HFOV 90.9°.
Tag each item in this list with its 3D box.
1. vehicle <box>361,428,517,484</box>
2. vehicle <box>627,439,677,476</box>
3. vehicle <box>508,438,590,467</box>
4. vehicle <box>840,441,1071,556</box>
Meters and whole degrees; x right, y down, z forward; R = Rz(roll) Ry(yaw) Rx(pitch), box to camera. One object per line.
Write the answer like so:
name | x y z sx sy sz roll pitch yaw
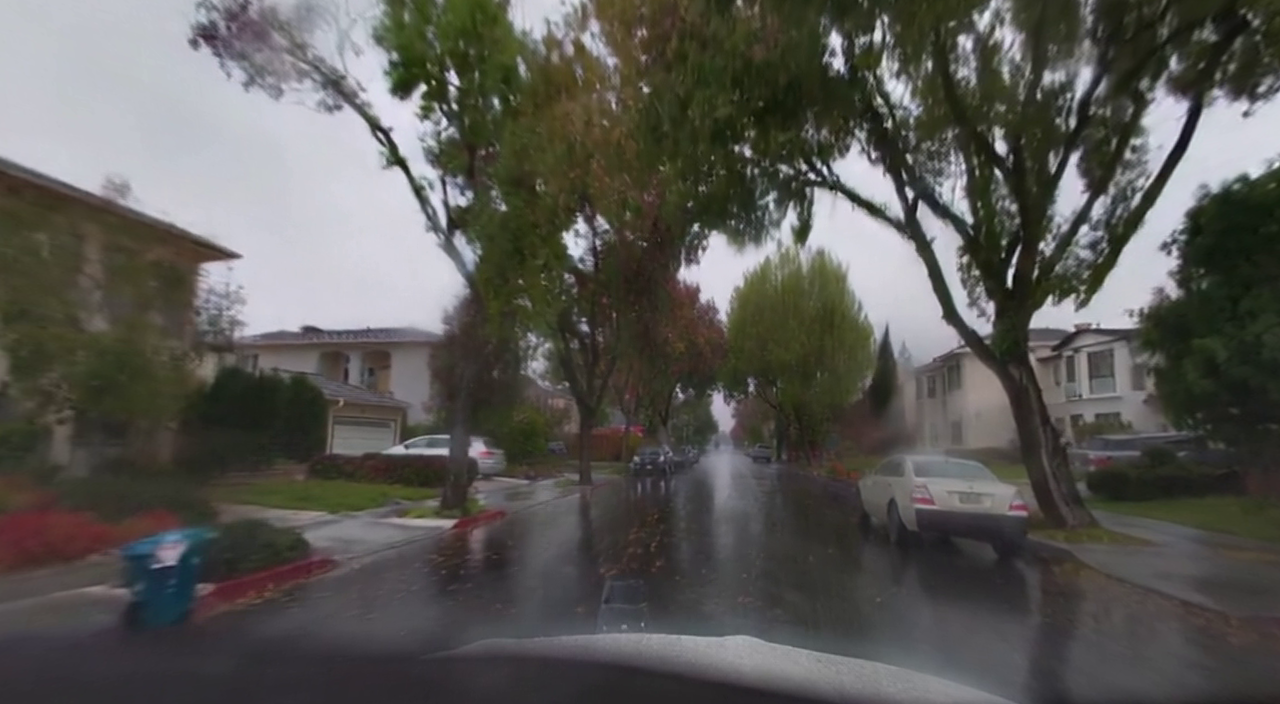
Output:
vehicle | -6.621 3.424 20.971 4.480 1.740 1.988 -2 -8 13
vehicle | 0.649 5.162 30.984 1.974 1.664 4.539 -1 -9 7
vehicle | -5.353 5.942 37.523 4.414 1.658 1.988 -1 -8 8
vehicle | 4.673 2.157 10.223 1.996 1.409 4.446 -1 -8 8
